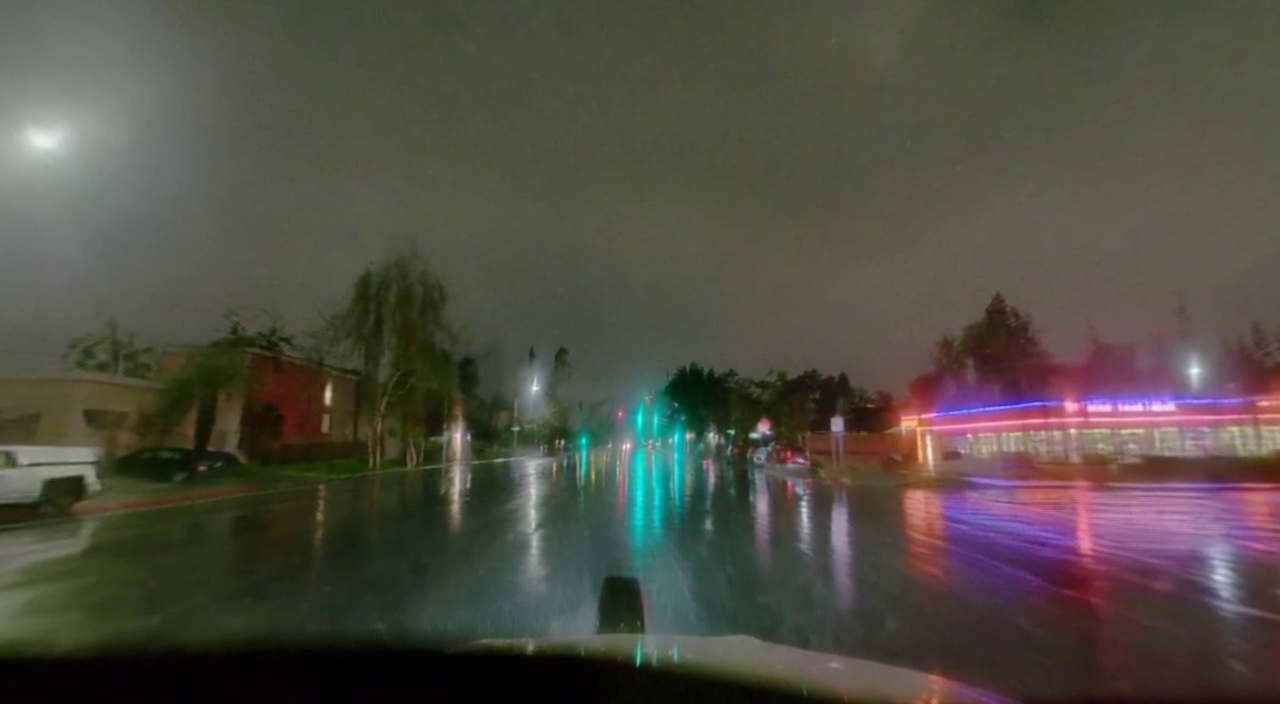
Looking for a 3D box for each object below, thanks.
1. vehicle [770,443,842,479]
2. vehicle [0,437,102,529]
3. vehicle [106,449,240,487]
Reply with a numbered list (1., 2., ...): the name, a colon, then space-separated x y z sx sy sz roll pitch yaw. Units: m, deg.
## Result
1. vehicle: 7.351 4.845 28.455 2.057 1.478 4.356 0 -8 0
2. vehicle: -14.726 2.729 13.023 2.164 1.933 5.804 0 -8 0
3. vehicle: -20.533 5.107 27.971 4.193 1.583 2.006 2 -9 -9
